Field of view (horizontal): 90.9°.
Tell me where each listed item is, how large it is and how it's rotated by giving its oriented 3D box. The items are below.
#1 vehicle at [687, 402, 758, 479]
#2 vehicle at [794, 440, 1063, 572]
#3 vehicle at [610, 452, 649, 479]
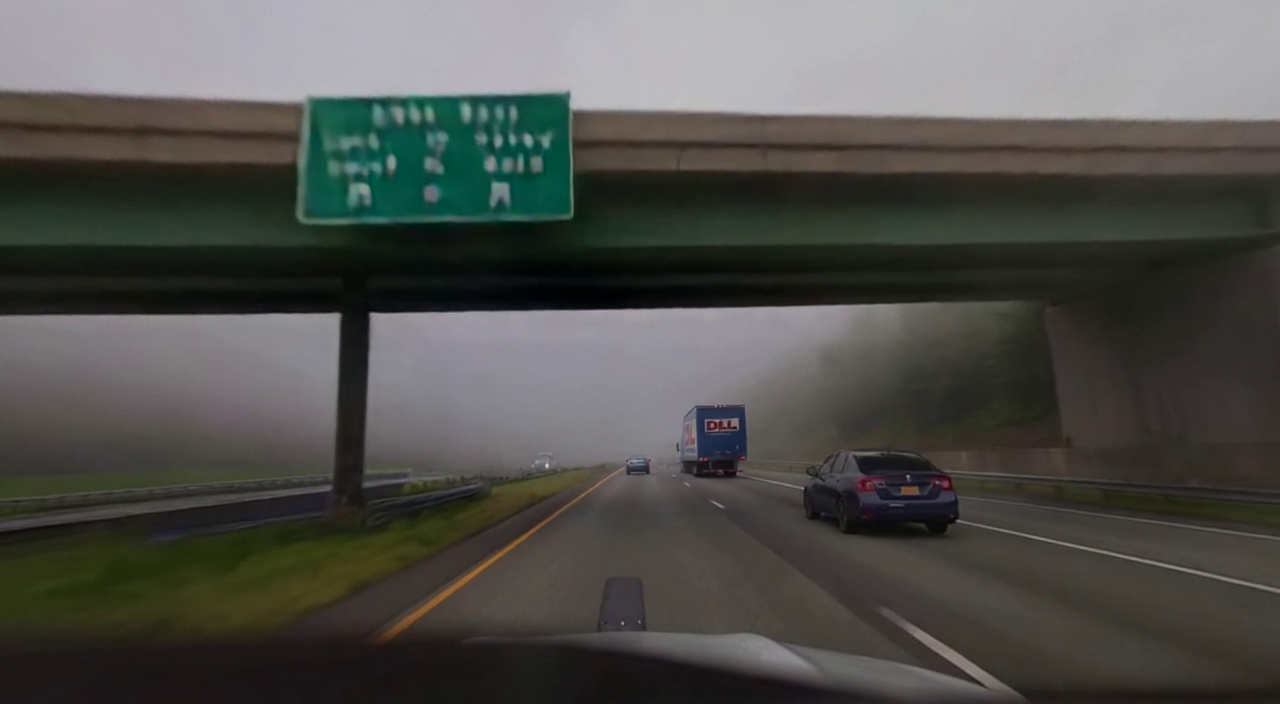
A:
[{"bbox_3d":[4.632,5.280,37.208,2.838,3.985,8.010,0,-9,-1],"label":"vehicle"},{"bbox_3d":[3.783,2.066,9.248,1.894,1.452,4.164,0,-9,-1],"label":"vehicle"},{"bbox_3d":[-0.573,6.438,35.949,2.055,1.445,3.661,0,-9,0],"label":"vehicle"}]
